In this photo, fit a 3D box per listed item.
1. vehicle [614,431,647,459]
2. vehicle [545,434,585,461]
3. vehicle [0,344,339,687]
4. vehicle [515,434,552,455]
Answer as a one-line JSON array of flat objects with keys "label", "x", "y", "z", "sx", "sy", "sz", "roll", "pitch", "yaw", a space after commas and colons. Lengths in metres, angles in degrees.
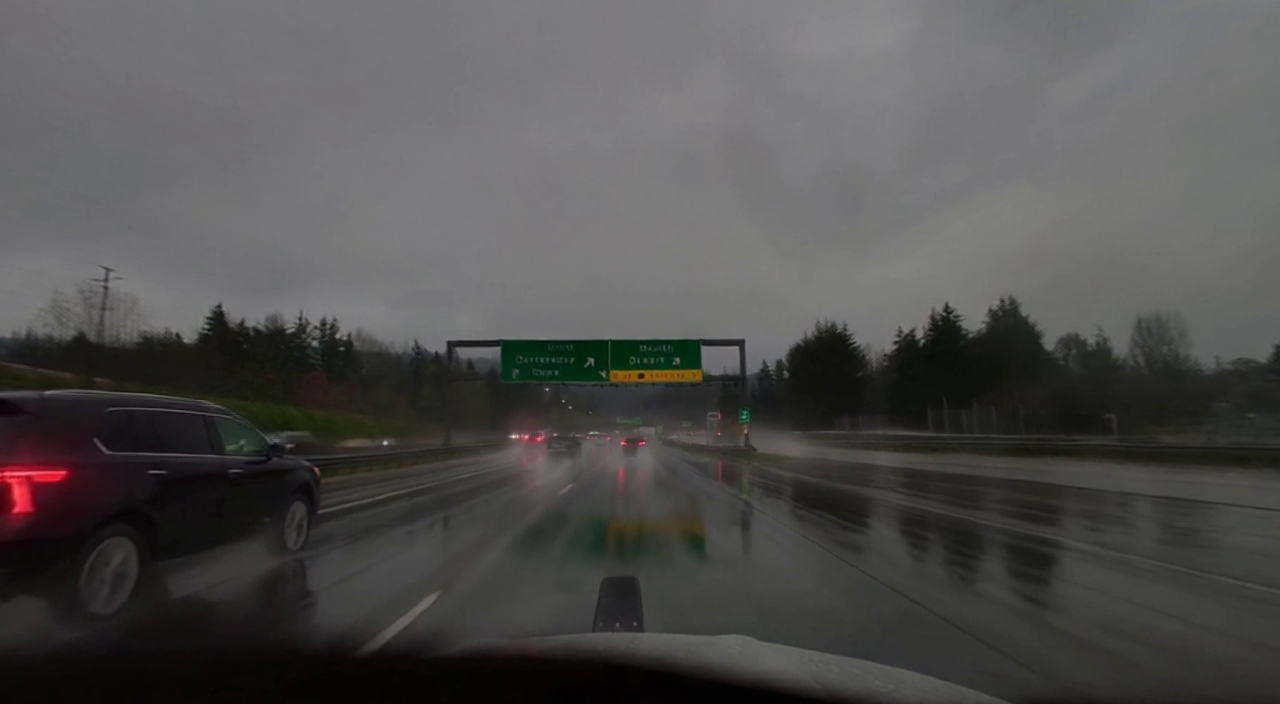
[{"label": "vehicle", "x": -0.566, "y": 5.815, "z": 39.491, "sx": 2.002, "sy": 1.611, "sz": 3.778, "roll": 0, "pitch": -8, "yaw": 0}, {"label": "vehicle", "x": -4.335, "y": 5.576, "z": 36.944, "sx": 1.909, "sy": 1.445, "sz": 4.087, "roll": 0, "pitch": -8, "yaw": 0}, {"label": "vehicle", "x": -4.449, "y": 1.099, "z": 5.001, "sx": 1.971, "sy": 1.822, "sz": 4.366, "roll": 0, "pitch": -8, "yaw": -1}, {"label": "vehicle", "x": -8.179, "y": 7.107, "z": 48.629, "sx": 1.953, "sy": 1.524, "sz": 4.863, "roll": 0, "pitch": -8, "yaw": 0}]
